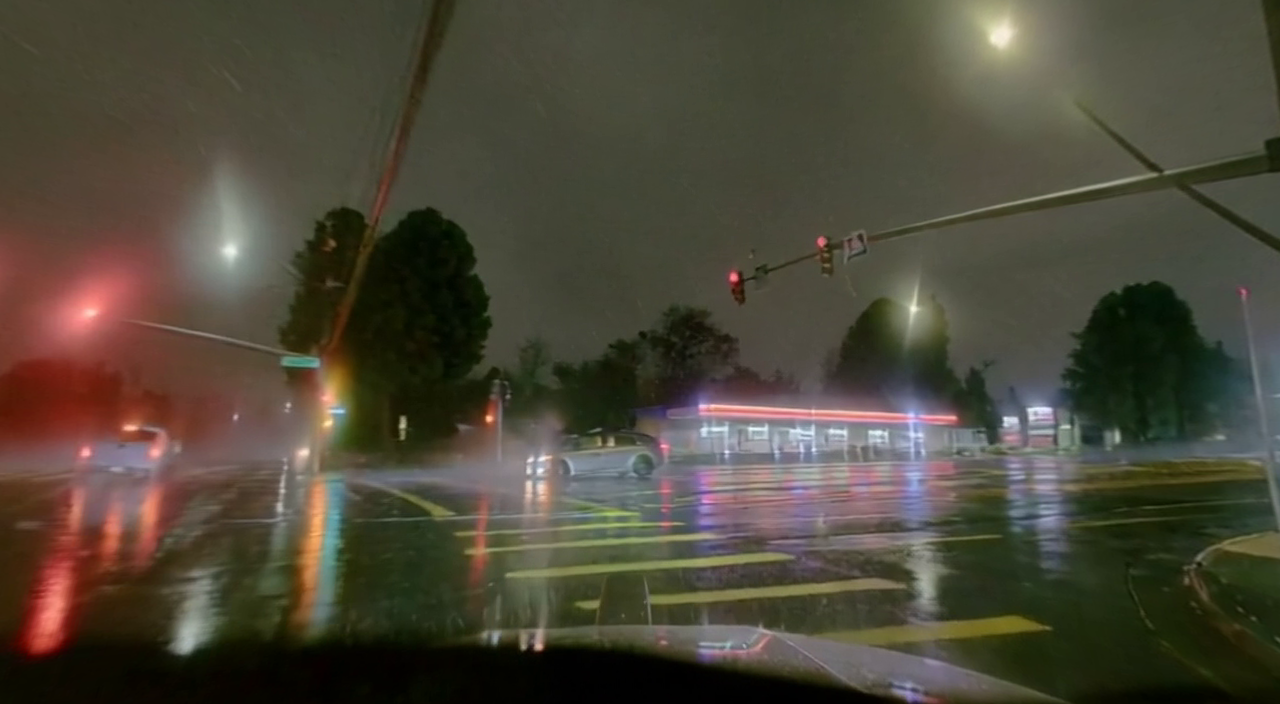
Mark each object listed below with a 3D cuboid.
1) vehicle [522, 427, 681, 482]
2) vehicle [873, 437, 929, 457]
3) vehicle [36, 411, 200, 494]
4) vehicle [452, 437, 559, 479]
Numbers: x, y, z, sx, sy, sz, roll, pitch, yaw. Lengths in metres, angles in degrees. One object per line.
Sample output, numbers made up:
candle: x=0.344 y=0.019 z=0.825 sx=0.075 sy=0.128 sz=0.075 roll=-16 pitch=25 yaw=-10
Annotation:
vehicle: x=-1.305 y=3.506 z=21.952 sx=5.149 sy=1.725 sz=1.964 roll=4 pitch=-9 yaw=-28
vehicle: x=19.474 y=7.084 z=46.831 sx=3.805 sy=1.451 sz=1.641 roll=4 pitch=-10 yaw=-26
vehicle: x=-13.707 y=2.677 z=16.902 sx=2.300 sy=1.868 sz=4.690 roll=4 pitch=-10 yaw=-27
vehicle: x=-5.427 y=4.237 z=25.319 sx=3.990 sy=1.548 sz=1.780 roll=3 pitch=-9 yaw=-19
